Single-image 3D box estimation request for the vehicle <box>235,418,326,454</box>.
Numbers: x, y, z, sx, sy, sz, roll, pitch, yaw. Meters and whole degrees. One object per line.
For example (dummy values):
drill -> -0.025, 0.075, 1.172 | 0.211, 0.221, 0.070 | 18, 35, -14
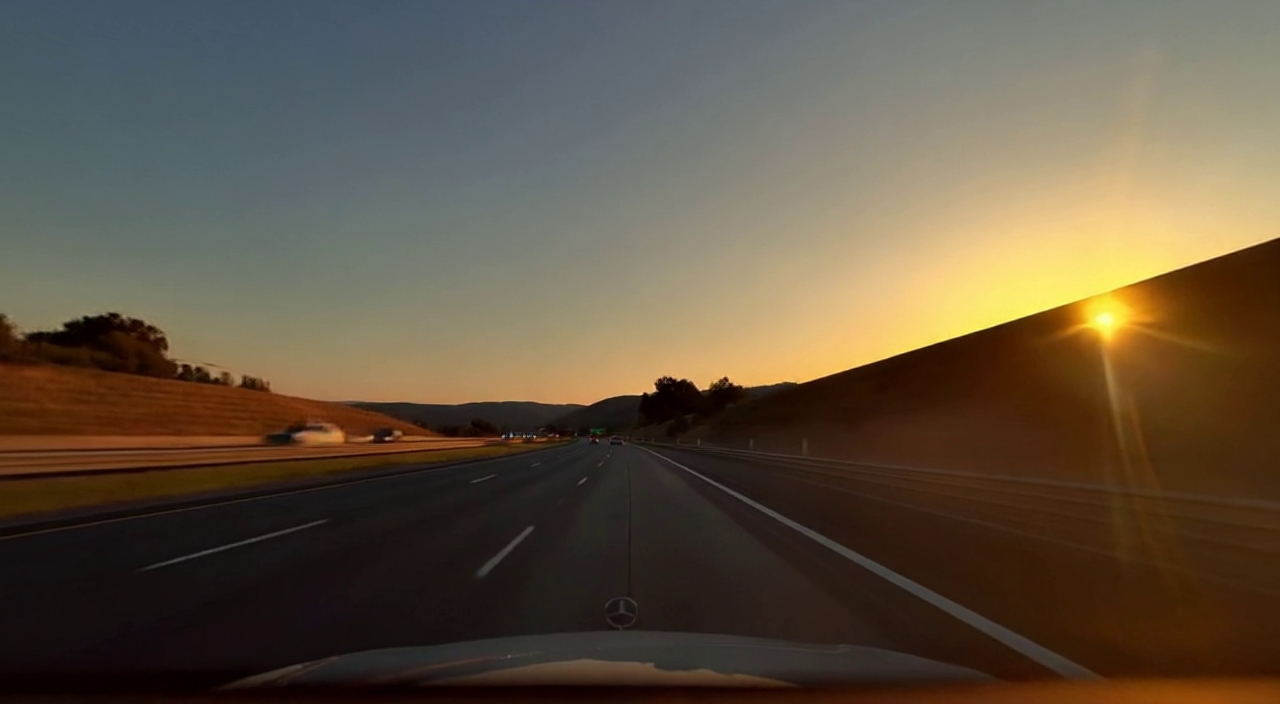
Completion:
vehicle -> -19.350, 4.568, 34.110 | 2.025, 1.777, 4.929 | 0, -8, 0
